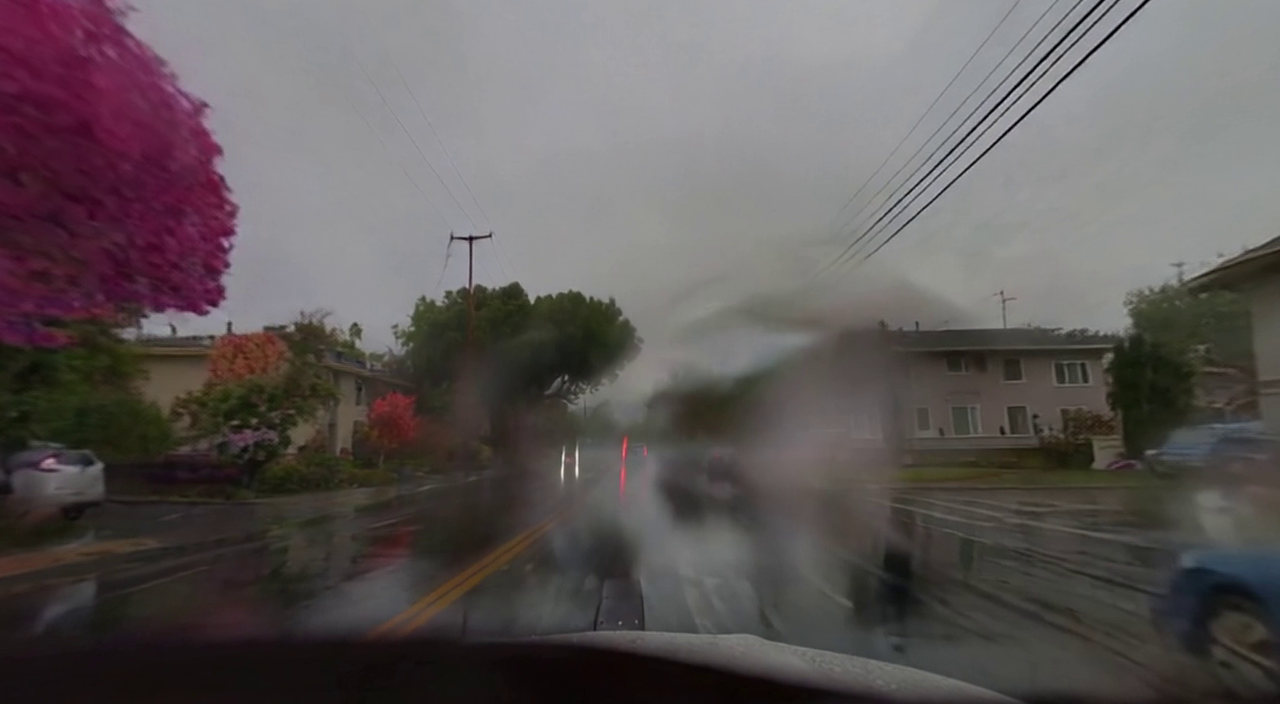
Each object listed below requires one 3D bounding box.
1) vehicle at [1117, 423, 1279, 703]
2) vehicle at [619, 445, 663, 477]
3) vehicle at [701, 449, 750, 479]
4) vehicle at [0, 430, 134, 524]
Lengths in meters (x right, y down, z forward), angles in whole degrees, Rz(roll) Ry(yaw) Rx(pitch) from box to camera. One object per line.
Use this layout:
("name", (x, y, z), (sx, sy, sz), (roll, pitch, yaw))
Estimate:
("vehicle", (4.056, 0.951, 1.899), (1.899, 1.547, 4.259), (0, -9, 1))
("vehicle", (0.027, 5.518, 32.101), (2.104, 1.500, 3.815), (0, -9, 0))
("vehicle", (4.620, 6.133, 34.766), (1.977, 1.481, 5.155), (0, -9, 0))
("vehicle", (-15.636, 2.952, 14.329), (6.278, 1.911, 2.173), (-3, -10, 0))
